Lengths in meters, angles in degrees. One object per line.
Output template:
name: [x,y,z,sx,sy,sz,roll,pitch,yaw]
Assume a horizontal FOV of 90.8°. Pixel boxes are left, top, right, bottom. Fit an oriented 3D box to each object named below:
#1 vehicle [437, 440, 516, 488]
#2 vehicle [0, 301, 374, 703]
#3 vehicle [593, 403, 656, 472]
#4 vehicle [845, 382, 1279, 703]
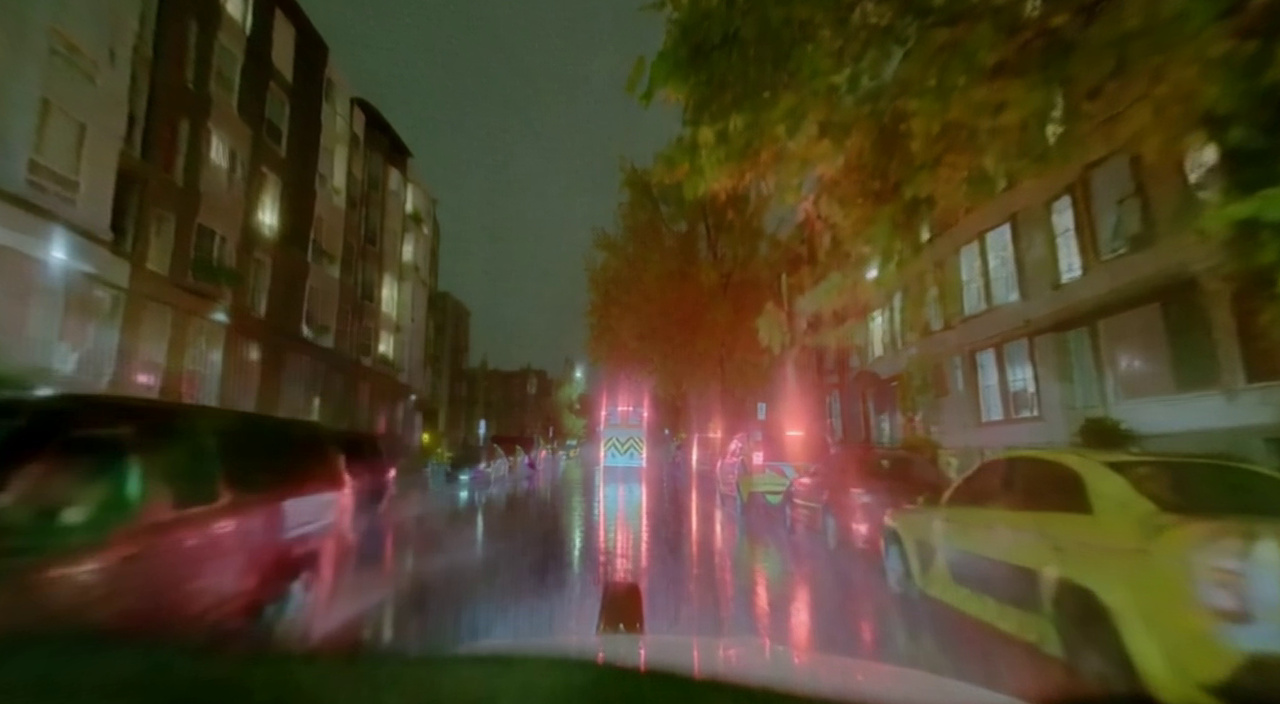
vehicle: [-6.136,4.221,24.224,1.967,1.492,4.781,-4,-8,-4]
vehicle: [-3.114,0.881,2.873,2.029,1.802,4.229,-1,-8,-1]
vehicle: [-0.768,4.285,31.457,2.754,3.008,7.730,0,-8,-1]
vehicle: [3.152,1.190,4.096,2.035,1.549,4.373,2,-8,-3]
